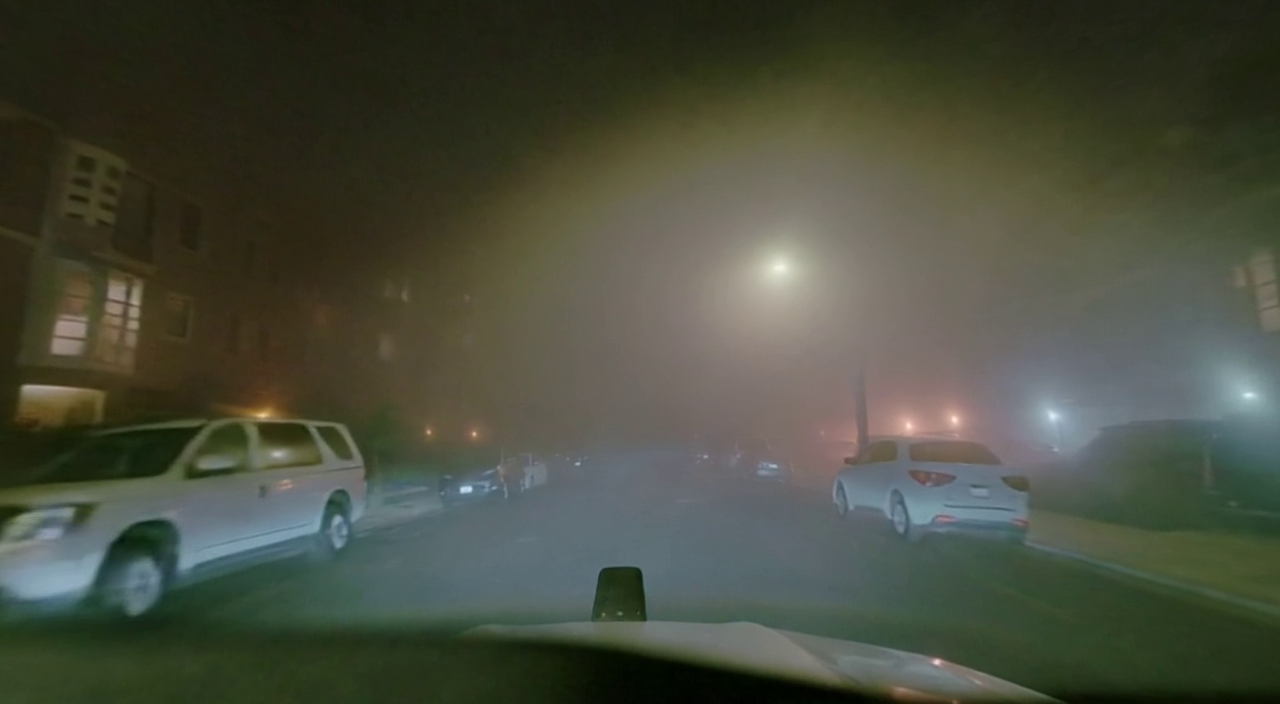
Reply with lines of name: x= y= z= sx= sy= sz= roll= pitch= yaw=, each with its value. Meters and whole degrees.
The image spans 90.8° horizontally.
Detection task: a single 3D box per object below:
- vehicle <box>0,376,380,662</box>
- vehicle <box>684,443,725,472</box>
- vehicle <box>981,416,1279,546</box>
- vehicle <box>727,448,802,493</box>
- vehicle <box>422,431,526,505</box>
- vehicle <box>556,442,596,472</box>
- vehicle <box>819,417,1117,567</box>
vehicle: x=-5.143 y=1.605 z=7.055 sx=2.319 sy=1.902 sz=5.526 roll=-2 pitch=-9 yaw=-2
vehicle: x=4.705 y=7.799 z=47.042 sx=2.415 sy=1.963 sz=5.688 roll=0 pitch=-8 yaw=-1
vehicle: x=8.996 y=2.277 z=11.786 sx=2.285 sy=1.833 sz=4.853 roll=-1 pitch=-9 yaw=-3
vehicle: x=4.729 y=4.561 z=24.799 sx=1.850 sy=1.516 sz=5.066 roll=0 pitch=-8 yaw=-1
vehicle: x=-4.619 y=3.334 z=18.272 sx=2.007 sy=1.861 sz=4.101 roll=0 pitch=-10 yaw=-2
vehicle: x=-4.046 y=6.714 z=40.372 sx=2.035 sy=1.822 sz=4.348 roll=-1 pitch=-10 yaw=1
vehicle: x=5.031 y=2.224 z=11.022 sx=2.201 sy=1.896 sz=5.632 roll=0 pitch=-8 yaw=1
